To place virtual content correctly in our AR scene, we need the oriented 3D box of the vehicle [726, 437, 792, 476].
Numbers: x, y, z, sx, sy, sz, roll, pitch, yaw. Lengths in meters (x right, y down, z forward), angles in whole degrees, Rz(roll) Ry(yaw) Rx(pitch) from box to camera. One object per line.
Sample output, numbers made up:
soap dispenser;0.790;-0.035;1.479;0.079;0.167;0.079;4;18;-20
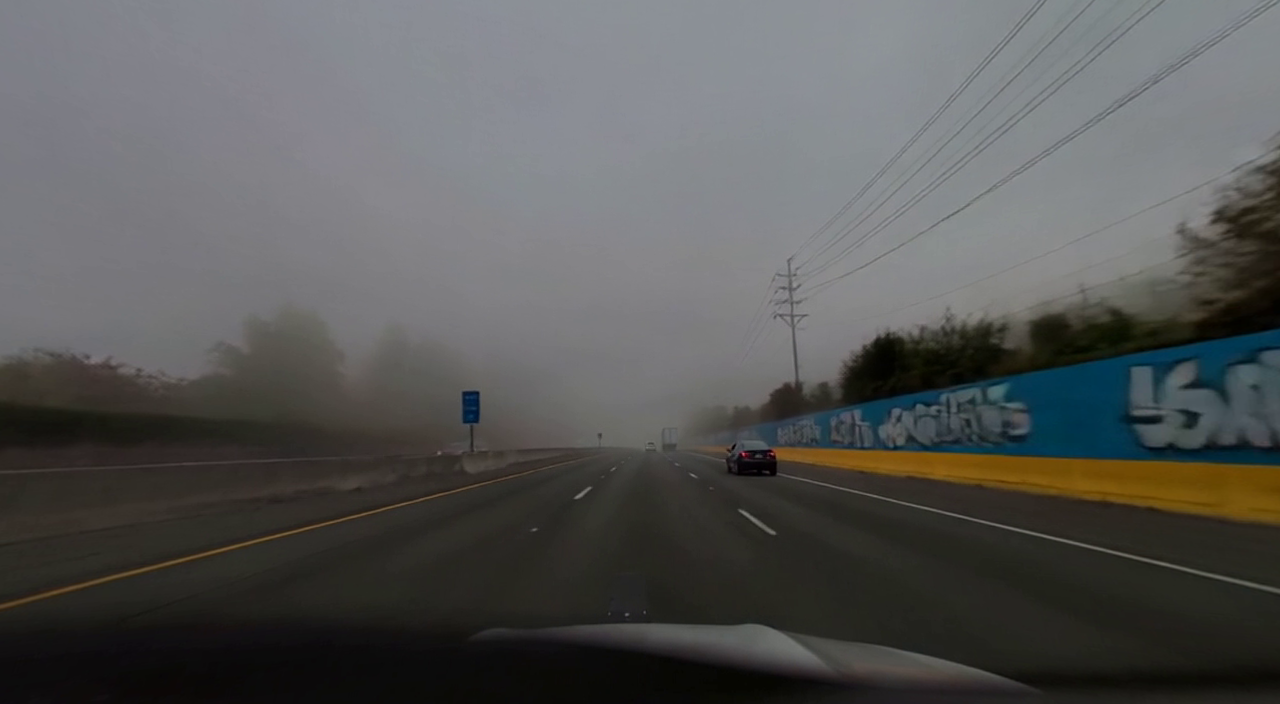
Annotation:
vehicle;4.899;4.361;26.486;1.991;1.494;3.951;0;-8;-1
